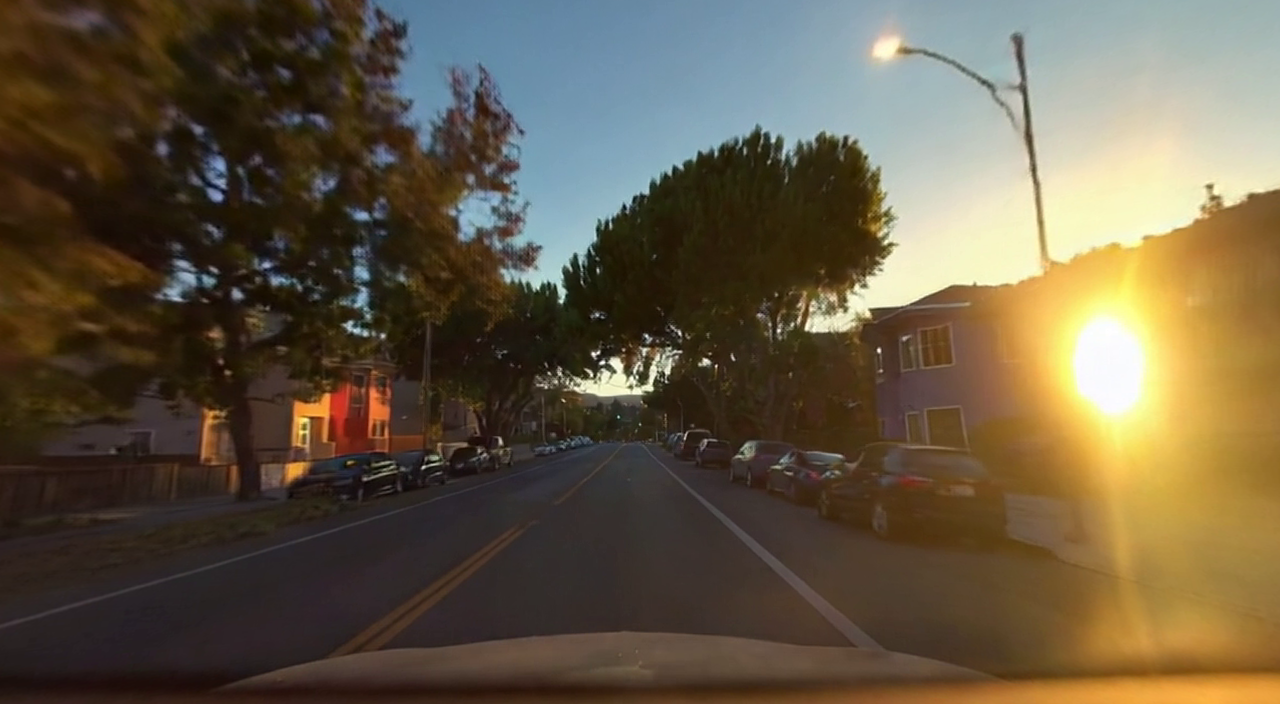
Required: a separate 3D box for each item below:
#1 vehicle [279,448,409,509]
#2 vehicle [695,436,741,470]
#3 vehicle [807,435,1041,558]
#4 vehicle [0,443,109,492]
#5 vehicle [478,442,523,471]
[{"bbox_3d":[-8.143,3.486,17.826,1.852,1.482,3.916,-1,-9,-2],"label":"vehicle"},{"bbox_3d":[4.138,5.470,34.191,1.889,1.703,4.253,0,-9,-1],"label":"vehicle"},{"bbox_3d":[4.163,2.152,10.095,1.845,1.556,3.929,0,-9,-1],"label":"vehicle"},{"bbox_3d":[-20.456,3.852,21.395,1.800,1.475,3.604,0,-9,-1],"label":"vehicle"},{"bbox_3d":[-8.275,6.196,37.675,1.883,1.565,3.655,-2,-8,-1],"label":"vehicle"}]
